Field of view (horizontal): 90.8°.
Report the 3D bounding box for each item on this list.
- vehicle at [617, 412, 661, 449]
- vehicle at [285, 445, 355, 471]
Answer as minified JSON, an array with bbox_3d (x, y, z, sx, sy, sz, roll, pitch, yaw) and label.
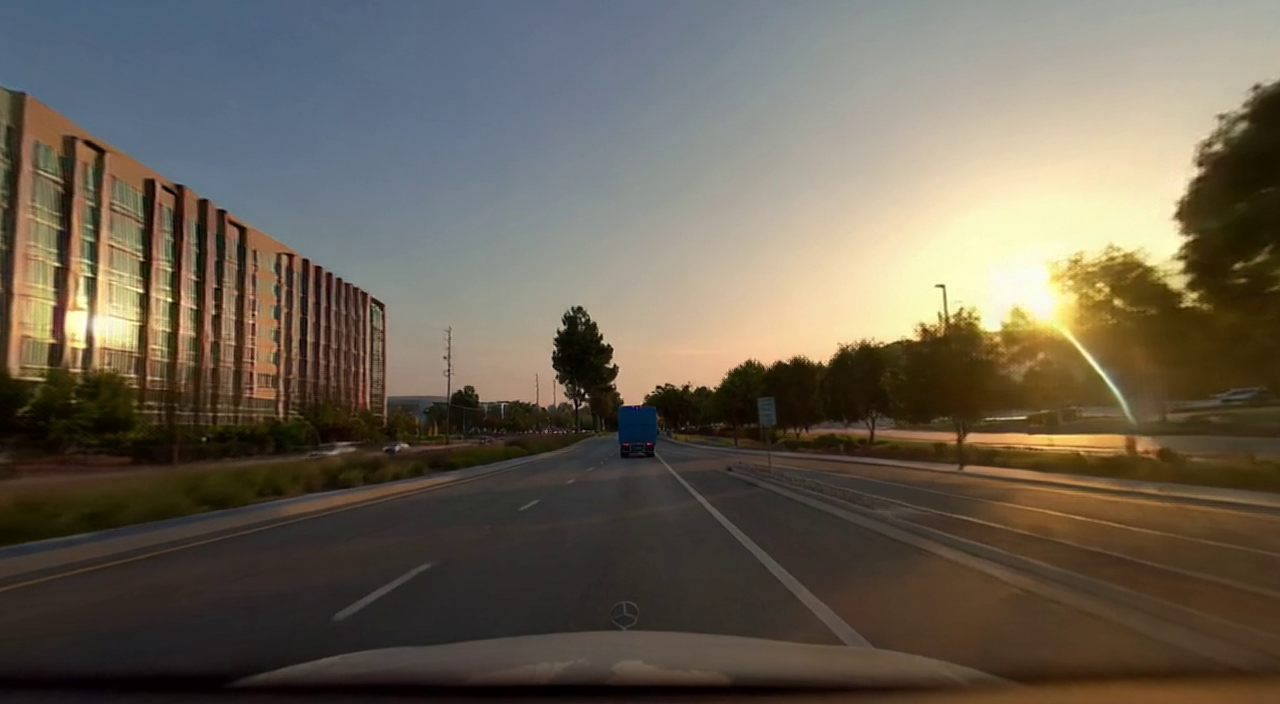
[{"bbox_3d":[-0.129,4.307,34.093,2.178,1.829,4.932,0,-9,-2],"label":"vehicle"},{"bbox_3d":[-20.098,6.689,39.939,1.935,1.525,4.614,0,-9,0],"label":"vehicle"}]
